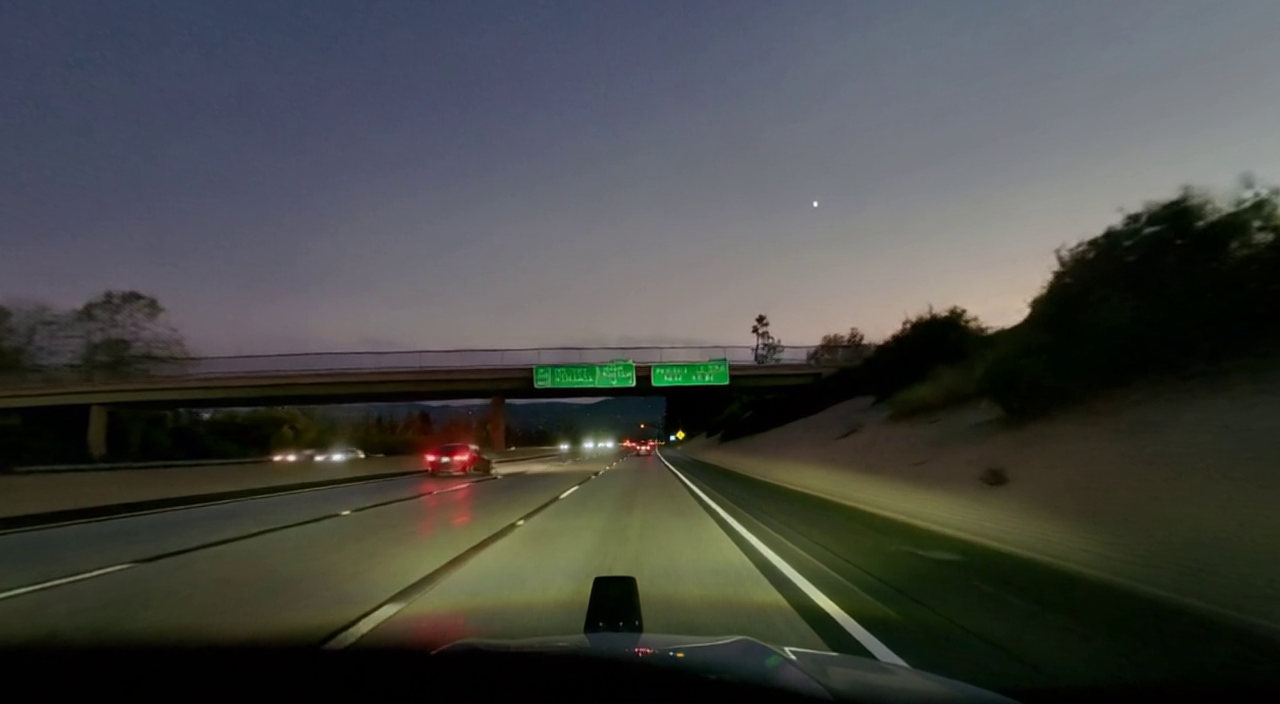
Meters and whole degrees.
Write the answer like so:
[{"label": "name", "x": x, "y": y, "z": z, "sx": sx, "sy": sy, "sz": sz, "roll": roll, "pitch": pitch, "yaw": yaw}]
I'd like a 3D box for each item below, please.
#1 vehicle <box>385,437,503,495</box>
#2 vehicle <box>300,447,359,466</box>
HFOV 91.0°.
[{"label": "vehicle", "x": -5.785, "y": 3.424, "z": 19.338, "sx": 1.916, "sy": 1.545, "sz": 4.757, "roll": 0, "pitch": -8, "yaw": 2}, {"label": "vehicle", "x": -24.334, "y": 8.171, "z": 49.542, "sx": 2.118, "sy": 1.401, "sz": 4.761, "roll": 0, "pitch": -9, "yaw": 2}]
